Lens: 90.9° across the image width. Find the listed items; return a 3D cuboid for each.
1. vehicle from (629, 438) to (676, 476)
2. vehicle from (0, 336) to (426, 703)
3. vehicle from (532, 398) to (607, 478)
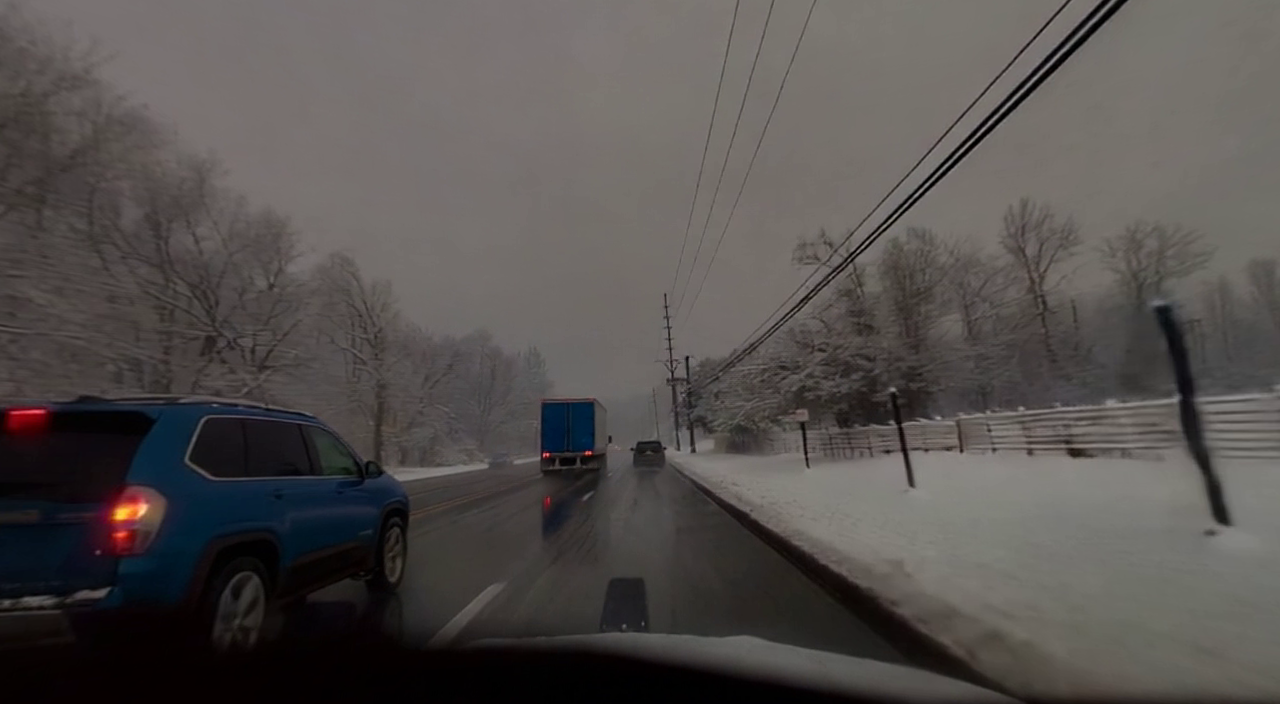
[{"bbox_3d":[0.606,5.197,31.407,2.174,1.749,4.113,0,-9,1],"label":"vehicle"},{"bbox_3d":[-3.435,1.184,4.614,2.093,1.832,4.508,0,-9,1],"label":"vehicle"},{"bbox_3d":[-3.476,4.661,33.777,2.928,3.658,8.980,0,-8,0],"label":"vehicle"}]
